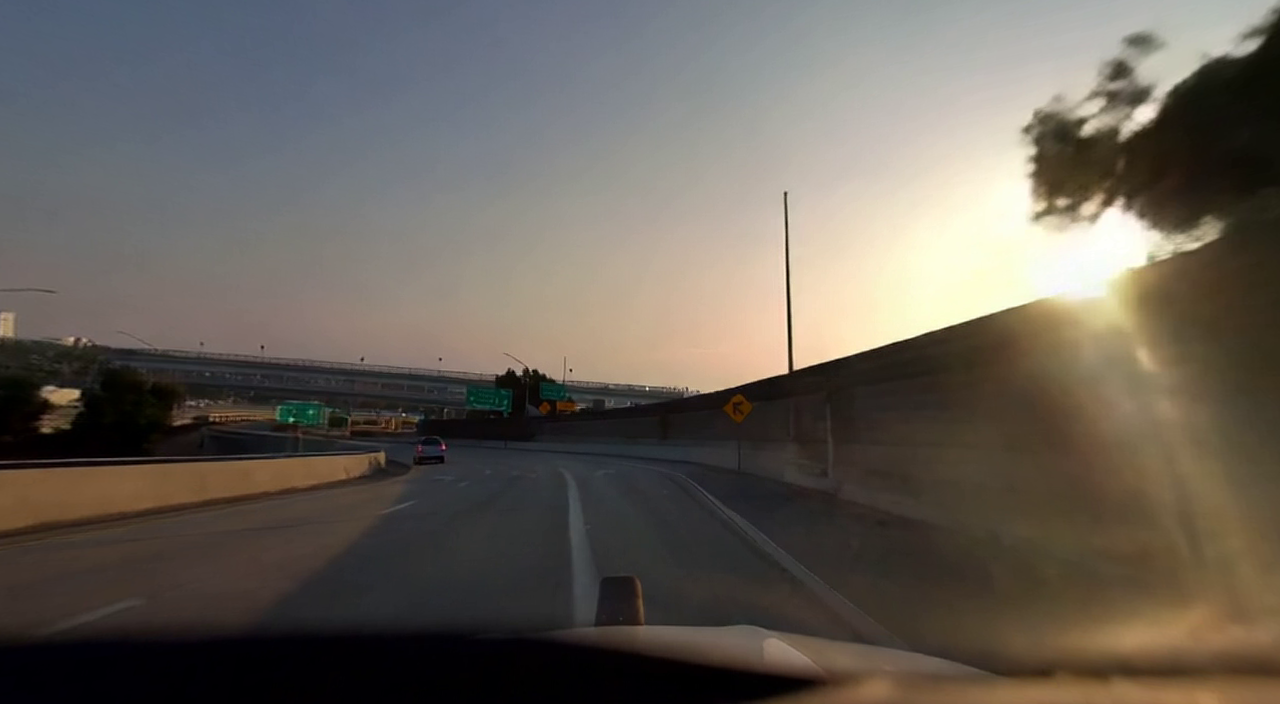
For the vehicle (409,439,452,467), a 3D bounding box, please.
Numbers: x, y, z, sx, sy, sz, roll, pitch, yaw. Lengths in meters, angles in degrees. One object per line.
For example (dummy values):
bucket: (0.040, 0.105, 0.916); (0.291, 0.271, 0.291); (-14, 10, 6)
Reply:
vehicle: (-12.539, 6.035, 37.910); (2.234, 1.588, 4.484); (2, -9, -16)
